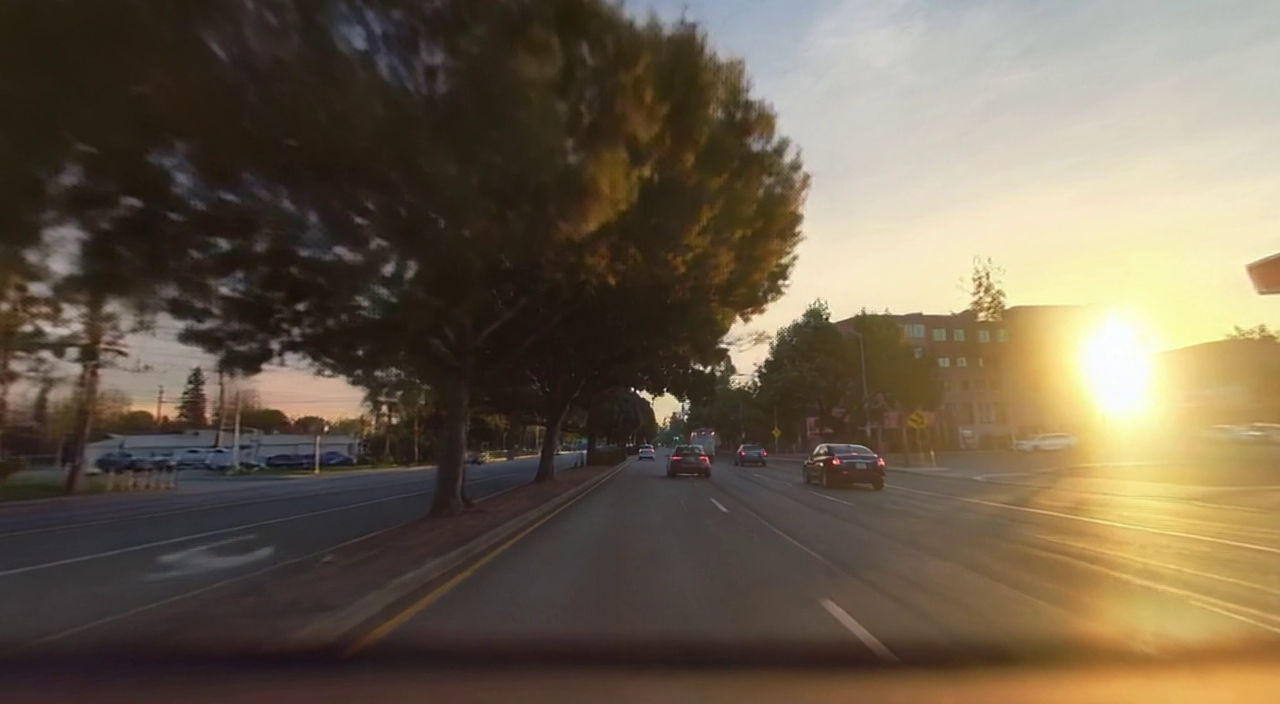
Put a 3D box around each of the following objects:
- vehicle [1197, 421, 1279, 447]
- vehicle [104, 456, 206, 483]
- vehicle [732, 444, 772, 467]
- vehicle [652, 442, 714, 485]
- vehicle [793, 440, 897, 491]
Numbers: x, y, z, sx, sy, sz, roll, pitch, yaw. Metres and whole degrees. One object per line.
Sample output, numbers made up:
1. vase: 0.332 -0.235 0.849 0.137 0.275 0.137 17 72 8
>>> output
1. vehicle: 46.352 6.359 48.396 2.078 1.893 5.228 0 -8 1
2. vehicle: -29.054 7.001 37.655 4.510 1.504 2.005 -1 -8 3
3. vehicle: 7.555 7.025 42.723 1.930 1.479 4.477 0 -8 1
4. vehicle: 1.550 4.255 24.337 1.971 1.479 4.493 0 -8 -2
5. vehicle: 6.614 3.702 20.813 1.918 1.484 4.456 0 -8 0
